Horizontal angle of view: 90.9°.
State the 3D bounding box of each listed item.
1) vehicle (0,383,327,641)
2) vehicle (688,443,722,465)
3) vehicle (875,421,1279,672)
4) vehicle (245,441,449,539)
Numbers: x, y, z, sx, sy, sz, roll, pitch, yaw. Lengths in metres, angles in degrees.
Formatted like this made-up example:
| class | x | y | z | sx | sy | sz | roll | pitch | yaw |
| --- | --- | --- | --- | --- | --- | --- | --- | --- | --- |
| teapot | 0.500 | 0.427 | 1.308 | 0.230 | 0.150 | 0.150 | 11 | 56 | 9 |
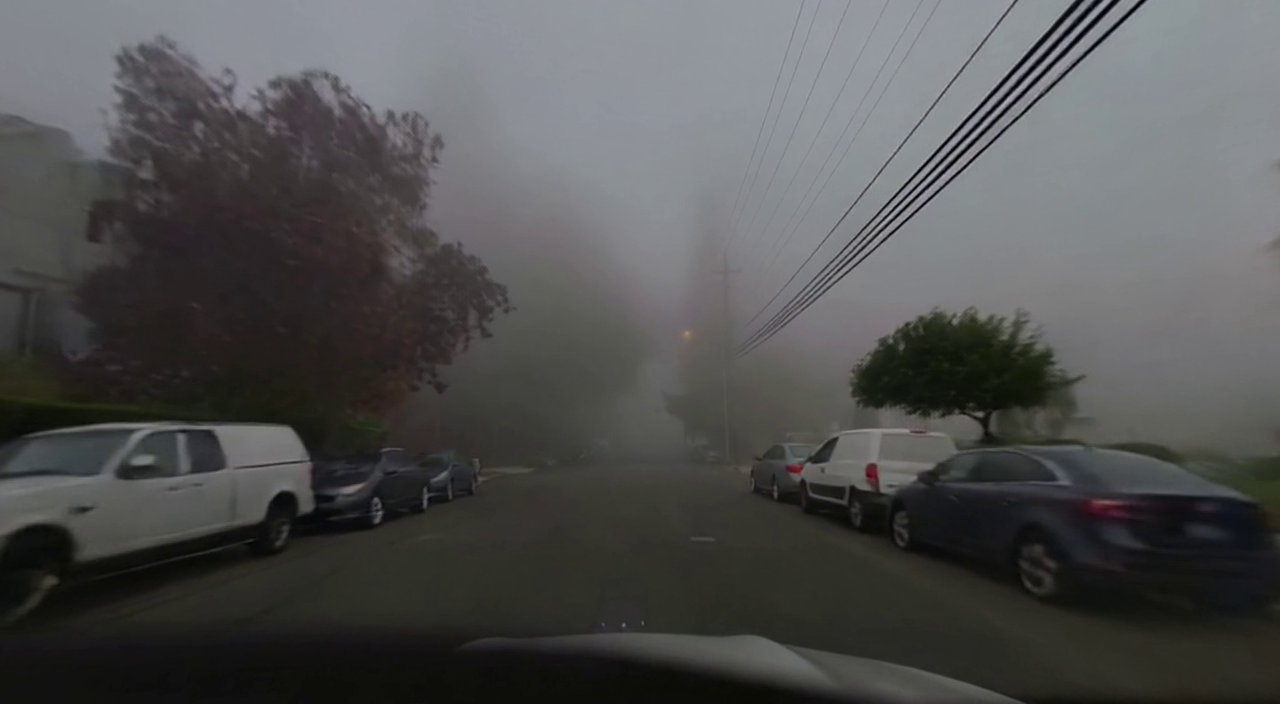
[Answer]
| class | x | y | z | sx | sy | sz | roll | pitch | yaw |
| --- | --- | --- | --- | --- | --- | --- | --- | --- | --- |
| vehicle | -5.743 | 1.458 | 6.666 | 2.052 | 1.916 | 5.084 | 0 | -8 | 2 |
| vehicle | 4.413 | 6.946 | 43.106 | 1.851 | 1.438 | 4.177 | 0 | -8 | 0 |
| vehicle | 4.072 | 1.502 | 6.094 | 1.830 | 1.491 | 4.453 | 0 | -8 | -1 |
| vehicle | -5.345 | 2.515 | 12.321 | 1.904 | 1.504 | 4.530 | 0 | -8 | -1 |
